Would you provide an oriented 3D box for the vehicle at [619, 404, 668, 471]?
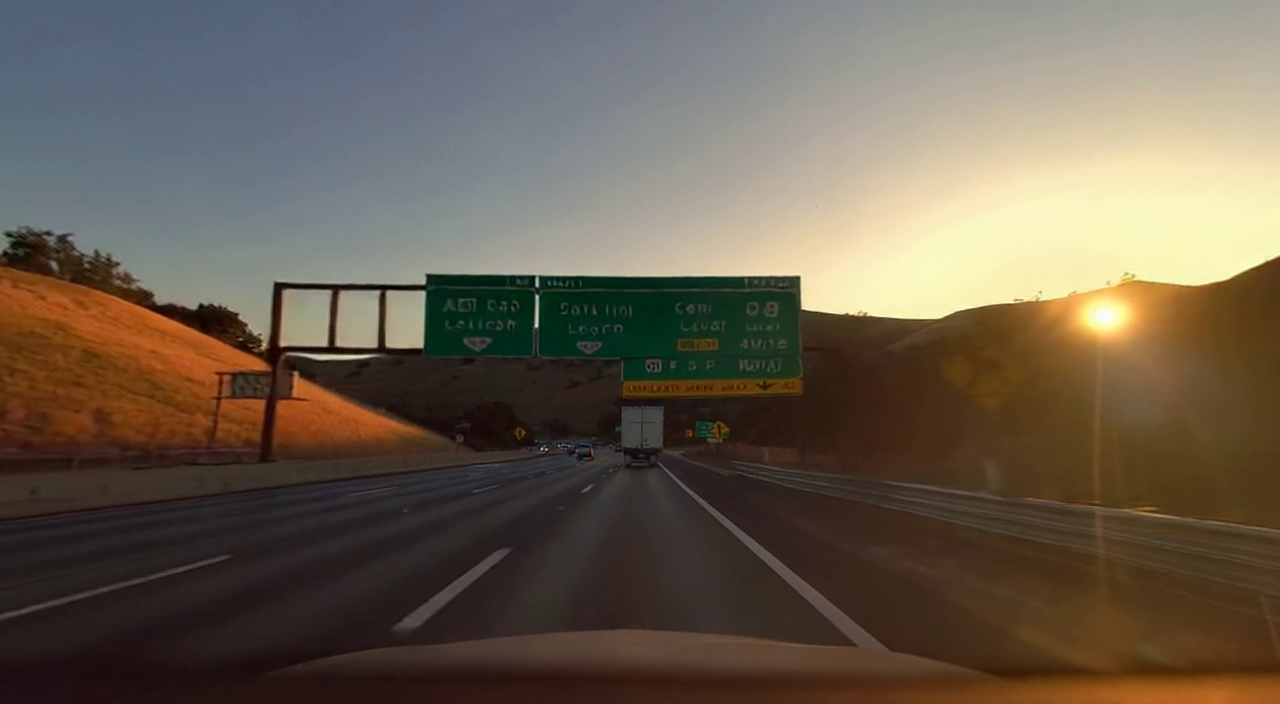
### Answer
[{"bbox_3d":[0.324,6.195,45.183,3.039,4.131,11.822,-1,-9,1],"label":"vehicle"}]
